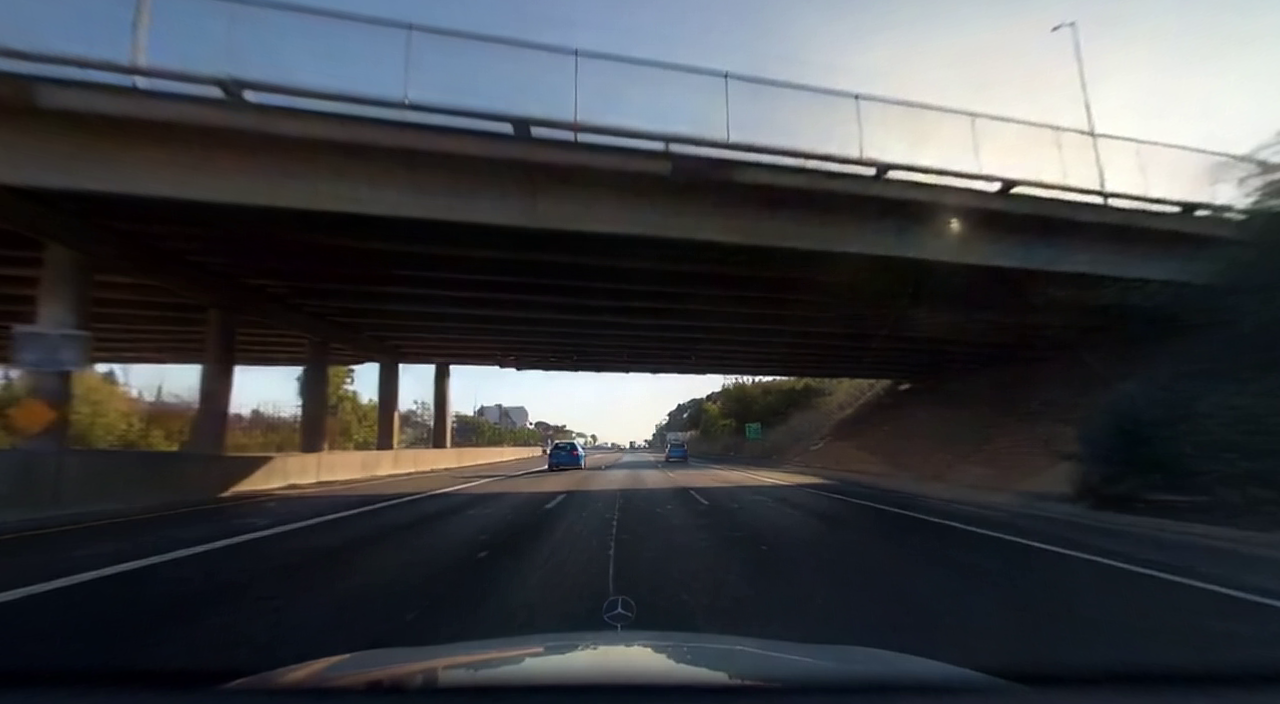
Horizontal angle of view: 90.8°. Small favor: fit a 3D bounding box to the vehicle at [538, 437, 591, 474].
[{"bbox_3d":[-3.972,5.536,34.007,2.205,1.773,5.124,0,-9,0],"label":"vehicle"}]
